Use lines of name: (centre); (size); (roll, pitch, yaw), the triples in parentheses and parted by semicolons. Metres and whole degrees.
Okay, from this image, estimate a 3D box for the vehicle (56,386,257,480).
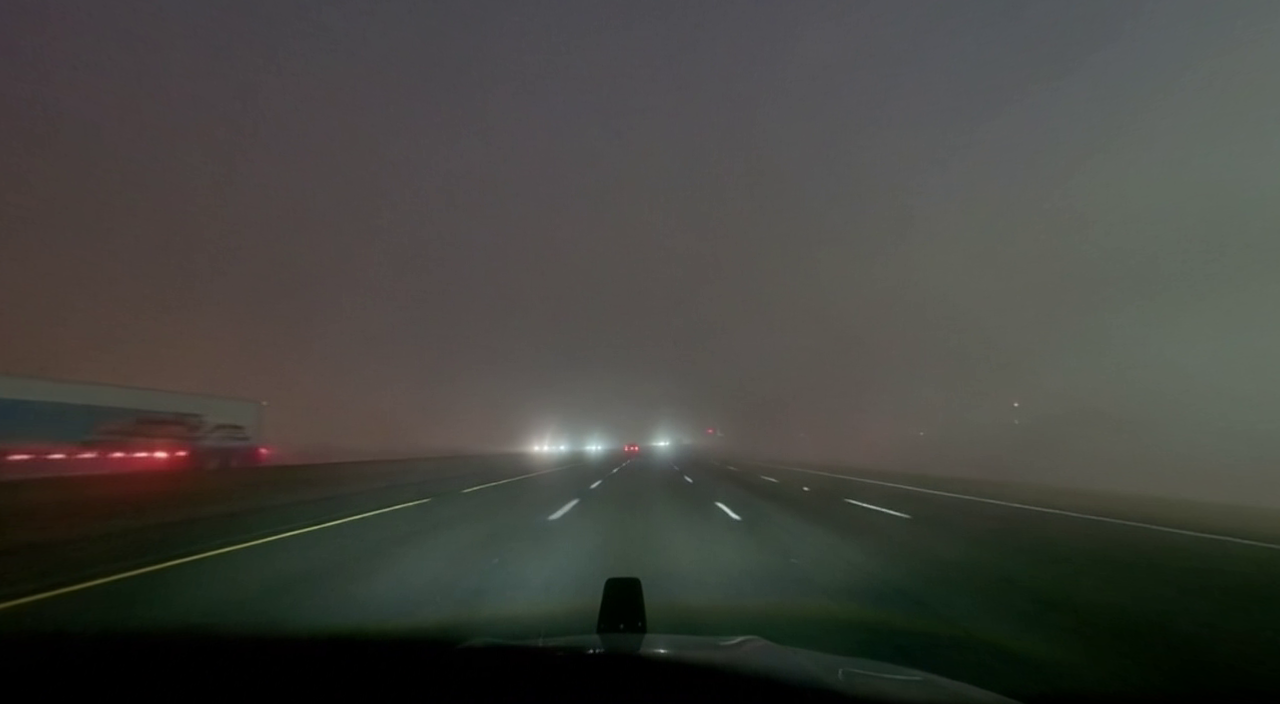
vehicle: (-24.180, 4.251, 32.486); (2.835, 4.106, 9.021); (0, -8, 2)
